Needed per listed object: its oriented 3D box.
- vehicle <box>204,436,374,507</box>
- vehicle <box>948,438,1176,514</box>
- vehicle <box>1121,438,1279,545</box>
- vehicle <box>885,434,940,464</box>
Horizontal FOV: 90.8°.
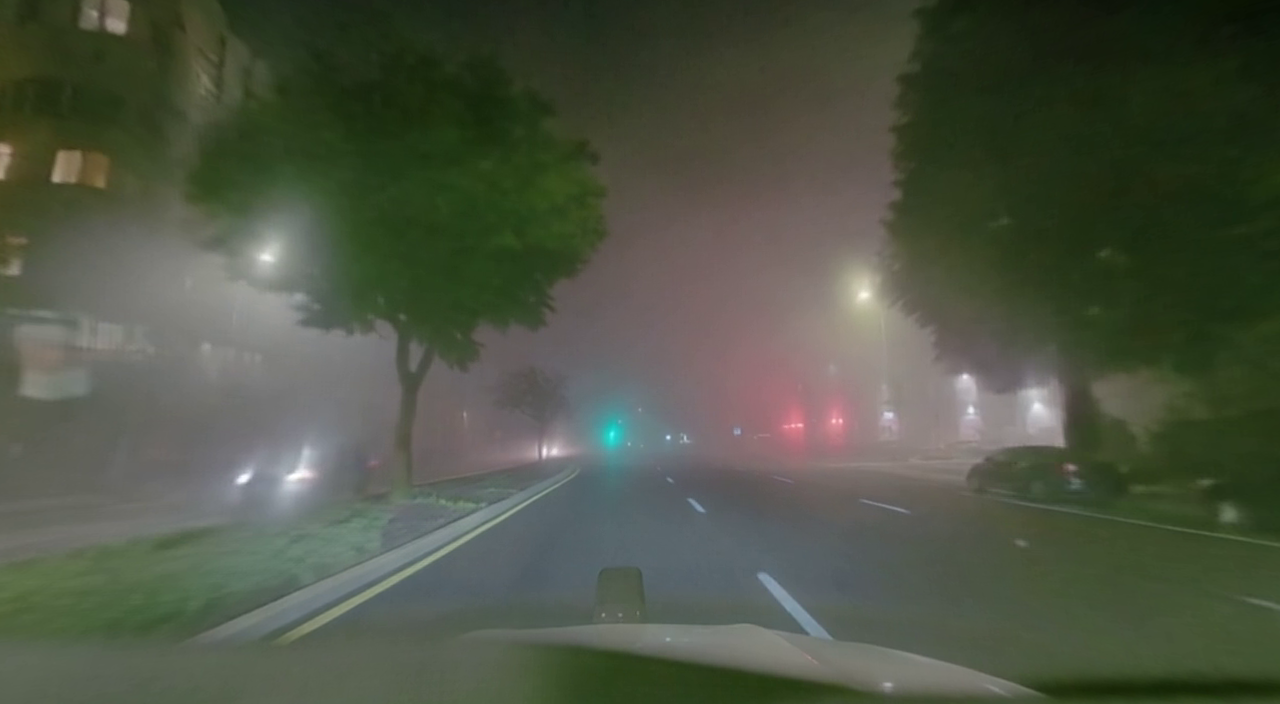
[{"bbox_3d":[-10.119,3.463,18.843,2.108,1.794,4.995,0,-8,1],"label":"vehicle"},{"bbox_3d":[9.558,2.818,14.928,1.898,1.477,4.695,0,-9,-4],"label":"vehicle"},{"bbox_3d":[9.736,1.963,9.036,1.930,1.453,4.665,0,-9,-1],"label":"vehicle"},{"bbox_3d":[17.059,6.111,39.663,2.630,1.808,1.657,-1,-8,3],"label":"vehicle"}]
